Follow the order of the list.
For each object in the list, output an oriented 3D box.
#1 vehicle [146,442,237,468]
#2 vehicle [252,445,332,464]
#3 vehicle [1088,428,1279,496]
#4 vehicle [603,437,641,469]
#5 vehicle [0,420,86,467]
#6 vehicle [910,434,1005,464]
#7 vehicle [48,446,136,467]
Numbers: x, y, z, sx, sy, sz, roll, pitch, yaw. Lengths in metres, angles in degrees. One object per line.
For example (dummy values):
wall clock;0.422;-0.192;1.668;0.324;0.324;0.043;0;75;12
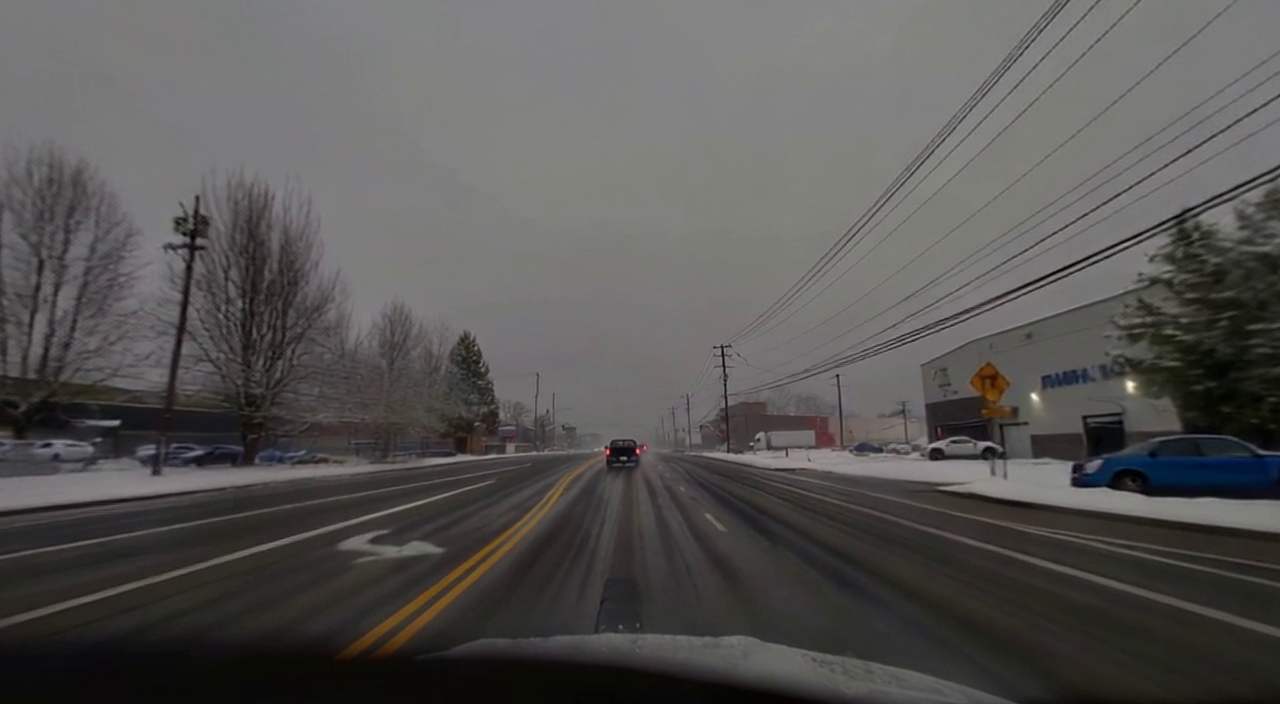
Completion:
vehicle;-26.695;6.145;37.706;3.983;1.472;1.898;0;-8;0
vehicle;-26.542;7.815;48.299;4.728;1.431;2.287;0;-8;-2
vehicle;18.956;3.634;21.250;2.423;2.005;5.671;4;-10;-28
vehicle;-0.981;5.499;34.552;1.937;1.588;3.746;0;-8;-1
vehicle;-48.497;7.182;49.470;7.180;3.465;2.763;0;-8;-4
vehicle;23.135;7.099;46.246;5.669;2.073;2.297;-1;-8;2
vehicle;-39.649;7.565;45.792;4.525;1.491;1.908;0;-8;-2
